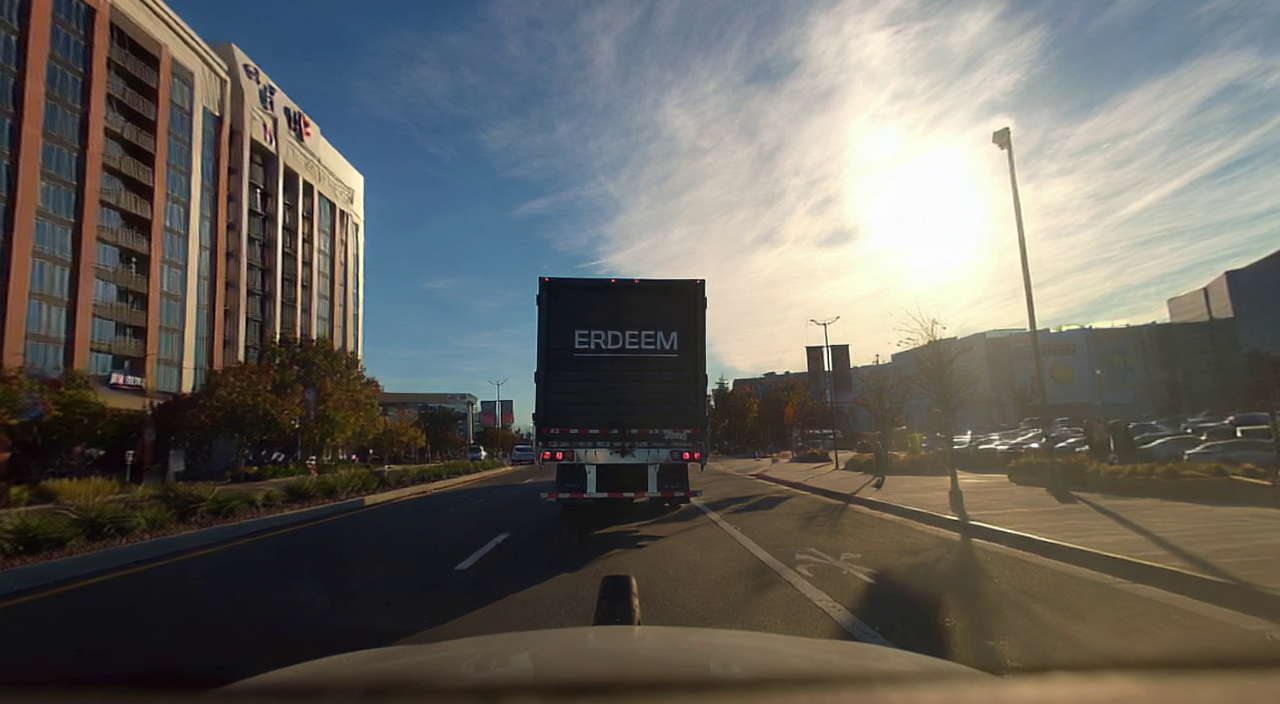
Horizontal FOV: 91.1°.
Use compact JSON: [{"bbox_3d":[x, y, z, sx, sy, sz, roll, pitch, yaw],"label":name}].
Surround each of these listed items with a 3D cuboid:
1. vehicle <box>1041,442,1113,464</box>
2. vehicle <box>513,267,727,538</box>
[{"bbox_3d":[31.358,7.224,45.164,1.652,1.423,3.797,5,-9,-36],"label":"vehicle"},{"bbox_3d":[-0.215,1.276,13.339,2.876,3.724,9.351,0,-8,1],"label":"vehicle"}]
